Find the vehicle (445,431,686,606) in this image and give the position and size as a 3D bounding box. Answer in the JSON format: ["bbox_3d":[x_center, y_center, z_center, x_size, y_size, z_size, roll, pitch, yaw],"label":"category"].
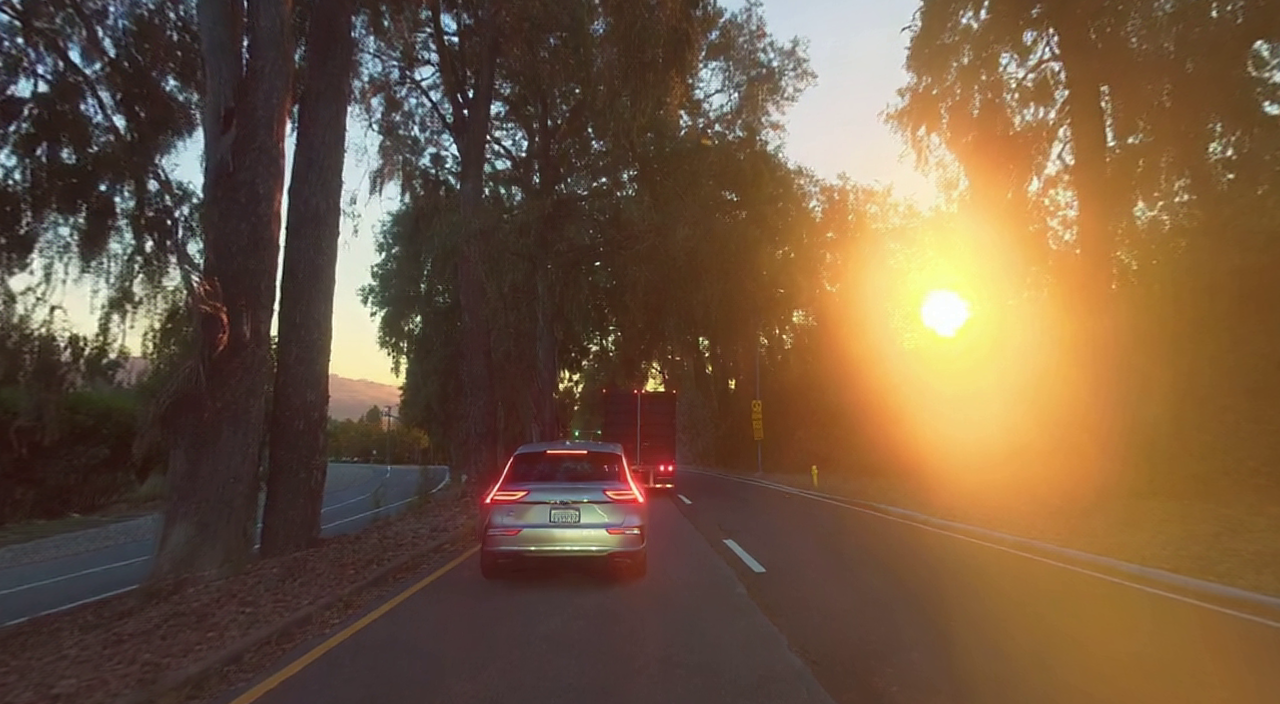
[{"bbox_3d":[-0.632,1.752,7.551,2.076,1.490,4.078,0,-9,0],"label":"vehicle"}]
